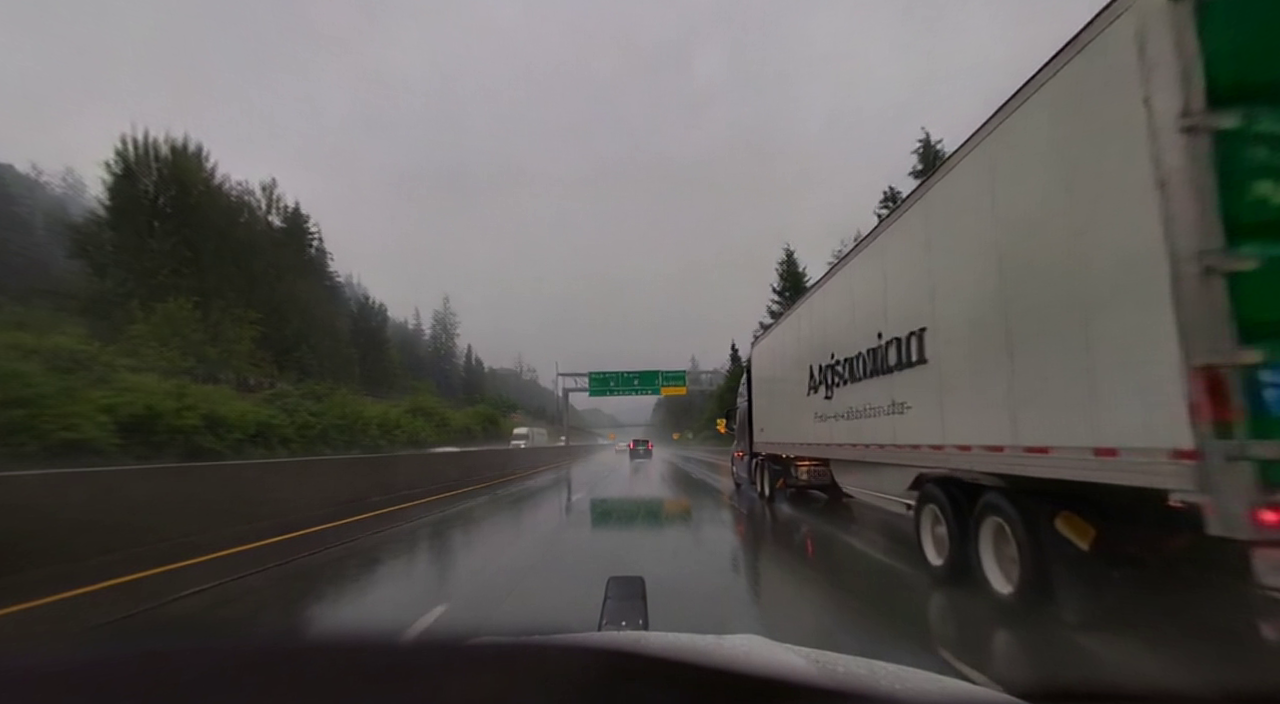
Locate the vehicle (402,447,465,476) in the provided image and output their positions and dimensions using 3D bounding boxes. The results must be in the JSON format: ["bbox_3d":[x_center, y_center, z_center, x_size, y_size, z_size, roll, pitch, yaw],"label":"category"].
[{"bbox_3d":[-11.171,5.969,34.458,1.957,1.451,4.375,0,-9,0],"label":"vehicle"}]

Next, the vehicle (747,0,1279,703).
[{"bbox_3d":[4.451,0.739,10.079,3.011,4.028,13.890,0,-9,0],"label":"vehicle"}]

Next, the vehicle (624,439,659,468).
[{"bbox_3d":[0.087,6.406,39.818,2.067,1.690,3.901,0,-9,0],"label":"vehicle"}]
